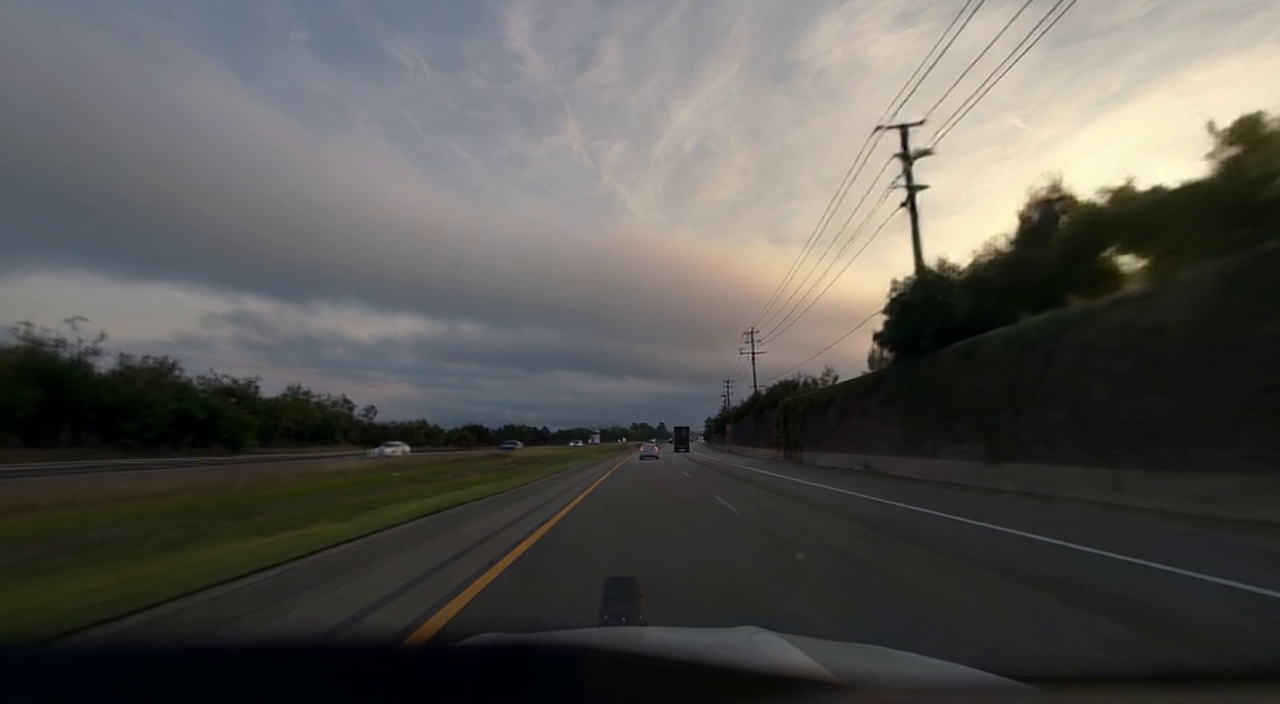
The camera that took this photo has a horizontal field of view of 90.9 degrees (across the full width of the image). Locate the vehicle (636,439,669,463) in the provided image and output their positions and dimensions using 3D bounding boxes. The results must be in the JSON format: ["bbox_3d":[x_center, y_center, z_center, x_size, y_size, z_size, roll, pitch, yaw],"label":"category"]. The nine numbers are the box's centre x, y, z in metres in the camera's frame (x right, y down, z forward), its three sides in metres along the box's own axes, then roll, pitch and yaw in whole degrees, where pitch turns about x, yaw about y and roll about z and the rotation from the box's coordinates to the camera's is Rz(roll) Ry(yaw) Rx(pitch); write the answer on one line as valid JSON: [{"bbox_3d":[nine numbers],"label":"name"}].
[{"bbox_3d":[0.891,6.917,44.023,2.192,1.556,4.132,-1,-8,1],"label":"vehicle"}]

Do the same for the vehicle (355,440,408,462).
[{"bbox_3d":[-20.322,7.800,49.772,2.087,1.611,4.808,-1,-8,1],"label":"vehicle"}]
